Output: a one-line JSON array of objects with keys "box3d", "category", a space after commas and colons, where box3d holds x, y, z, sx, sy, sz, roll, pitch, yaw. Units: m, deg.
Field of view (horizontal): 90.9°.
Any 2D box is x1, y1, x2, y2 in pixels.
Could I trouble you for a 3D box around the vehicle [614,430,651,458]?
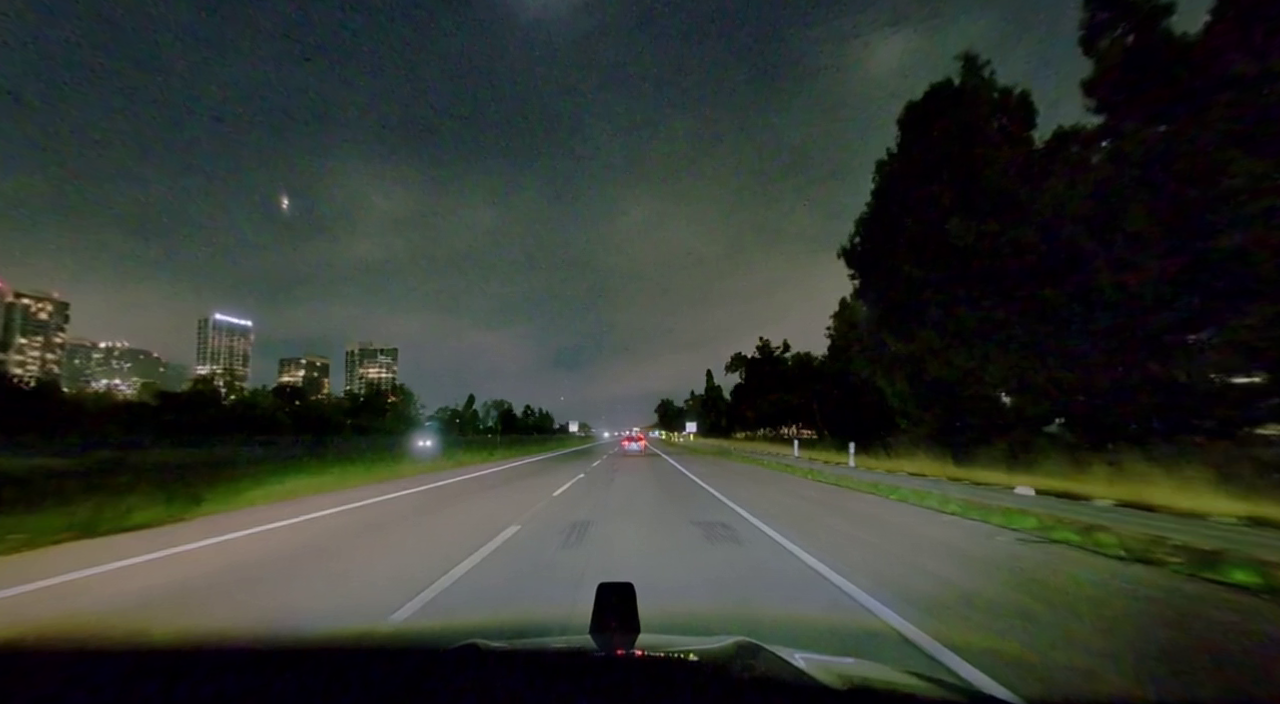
[{"box3d": [-0.501, 5.698, 39.156, 2.151, 1.618, 3.898, 0, -8, -1], "category": "vehicle"}]
